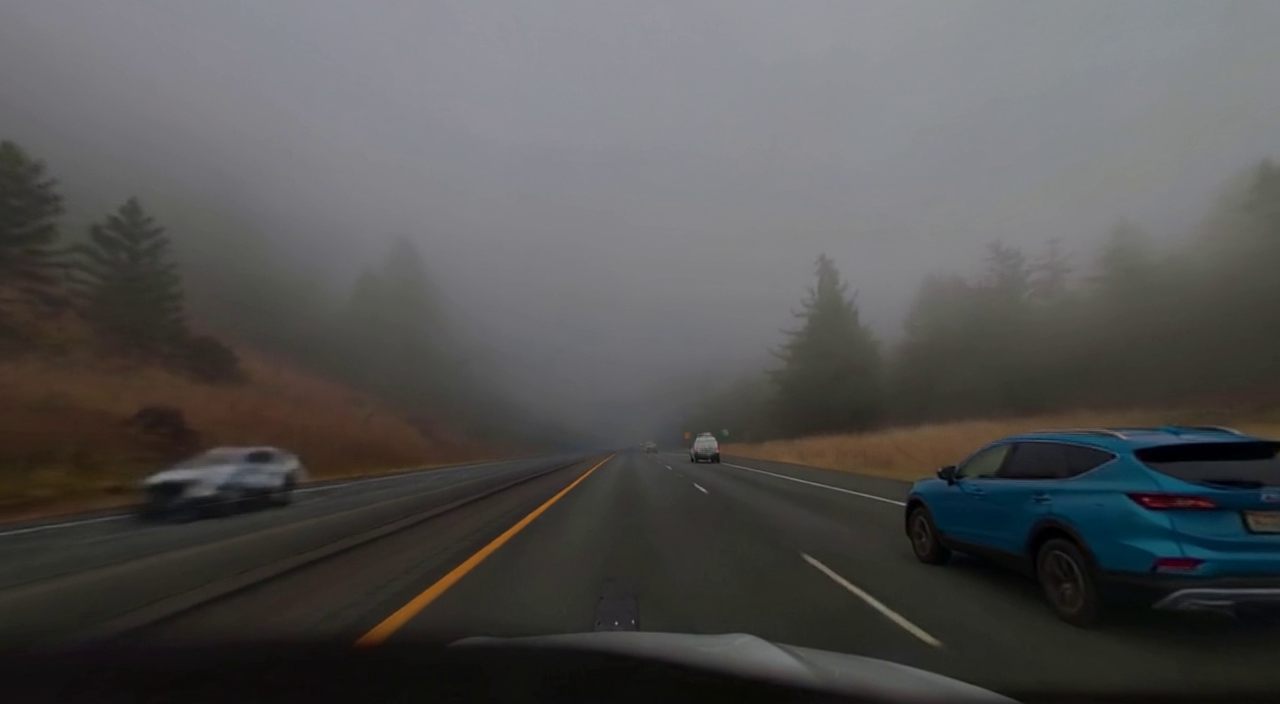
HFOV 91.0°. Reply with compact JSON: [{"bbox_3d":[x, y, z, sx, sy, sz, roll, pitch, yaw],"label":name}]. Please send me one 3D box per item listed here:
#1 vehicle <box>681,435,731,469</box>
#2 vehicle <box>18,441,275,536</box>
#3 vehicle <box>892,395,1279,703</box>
[{"bbox_3d":[3.435,5.265,33.471,2.043,1.673,4.016,0,-8,-2],"label":"vehicle"},{"bbox_3d":[-10.983,3.003,14.627,2.323,1.799,4.546,0,-8,-1],"label":"vehicle"},{"bbox_3d":[3.828,1.216,4.764,1.999,1.501,4.221,0,-8,-1],"label":"vehicle"}]
